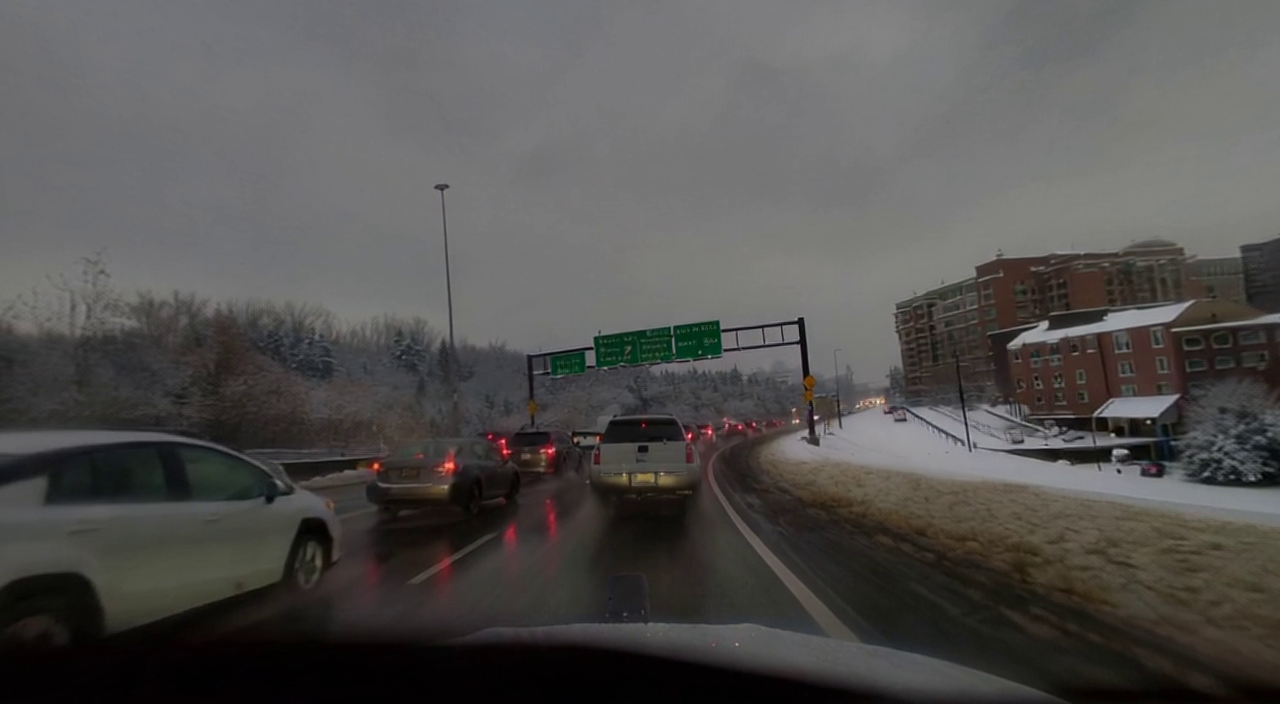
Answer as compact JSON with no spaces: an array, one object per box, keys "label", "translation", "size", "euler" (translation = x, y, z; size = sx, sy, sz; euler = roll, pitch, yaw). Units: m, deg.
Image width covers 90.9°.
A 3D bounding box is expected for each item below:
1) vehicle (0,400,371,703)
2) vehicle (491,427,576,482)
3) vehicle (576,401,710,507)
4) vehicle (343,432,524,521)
[{"label":"vehicle","translation":[-3.698,1.096,3.591],"size":[1.998,1.494,5.020],"euler":[0,-9,2]},{"label":"vehicle","translation":[-3.651,3.616,22.469],"size":[1.953,1.729,4.377],"euler":[-1,-9,4]},{"label":"vehicle","translation":[0.154,2.455,15.408],"size":[2.616,2.063,5.933],"euler":[0,-9,2]},{"label":"vehicle","translation":[-3.903,2.436,12.866],"size":[2.087,1.481,4.225],"euler":[0,-9,3]}]
